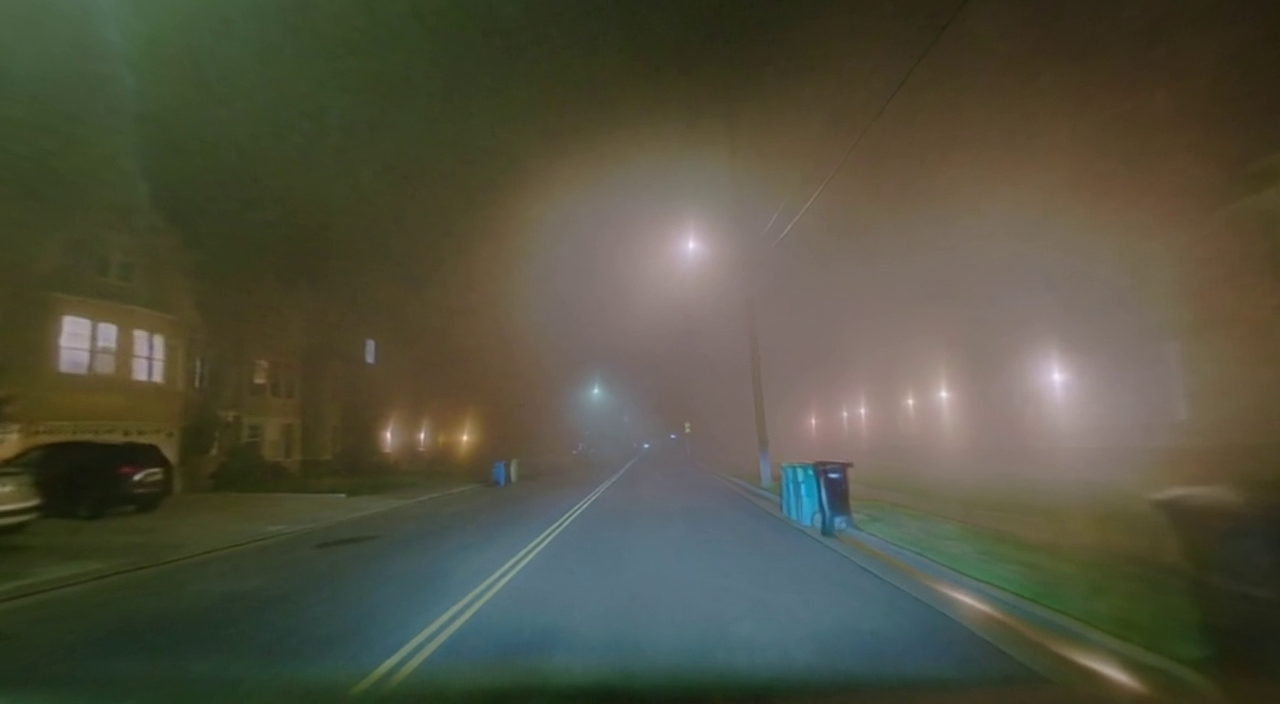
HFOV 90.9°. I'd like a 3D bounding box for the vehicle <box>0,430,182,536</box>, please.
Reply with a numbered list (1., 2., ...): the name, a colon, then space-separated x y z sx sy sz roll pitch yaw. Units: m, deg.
1. vehicle: -12.884 2.813 14.037 2.085 1.904 4.521 -5 -7 0
